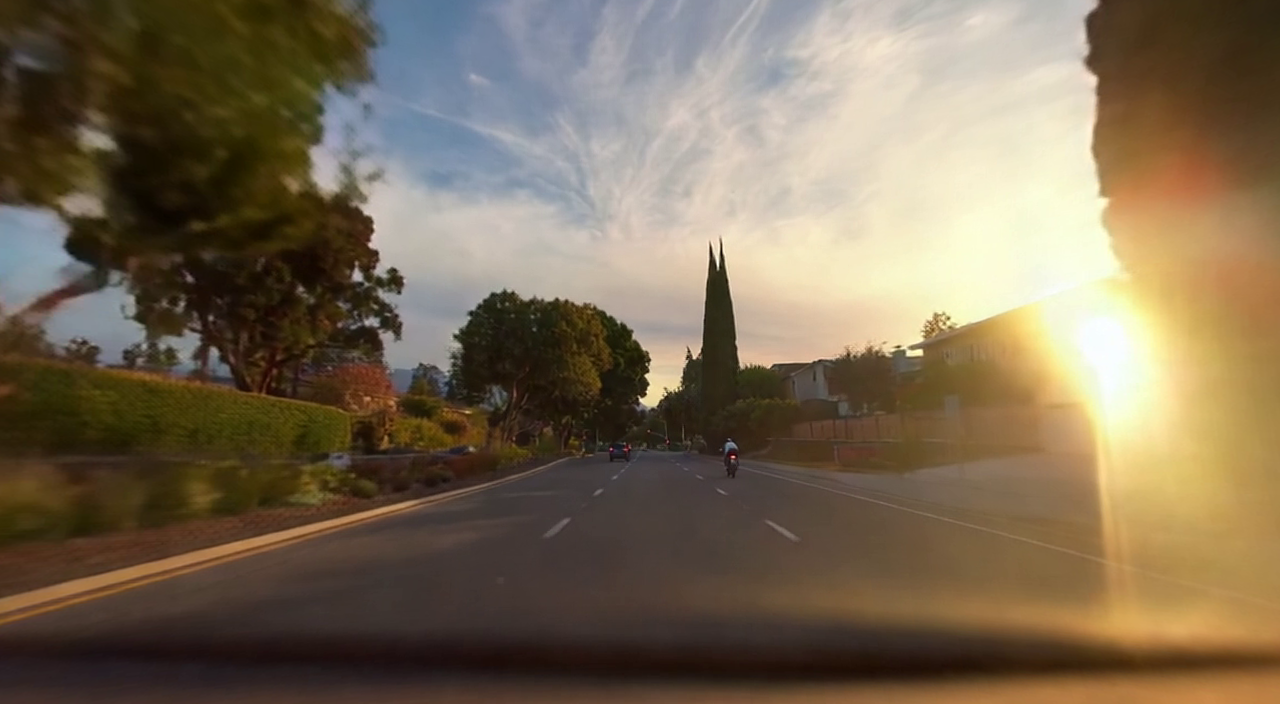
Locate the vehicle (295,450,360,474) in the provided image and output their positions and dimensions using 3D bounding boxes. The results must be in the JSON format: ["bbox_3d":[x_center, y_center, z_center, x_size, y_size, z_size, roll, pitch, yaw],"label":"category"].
[{"bbox_3d":[-20.785,7.309,42.139,1.888,1.487,4.721,-1,-8,1],"label":"vehicle"}]

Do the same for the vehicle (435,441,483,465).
[{"bbox_3d":[-13.195,7.398,46.318,2.103,1.699,4.474,0,-8,1],"label":"vehicle"}]
